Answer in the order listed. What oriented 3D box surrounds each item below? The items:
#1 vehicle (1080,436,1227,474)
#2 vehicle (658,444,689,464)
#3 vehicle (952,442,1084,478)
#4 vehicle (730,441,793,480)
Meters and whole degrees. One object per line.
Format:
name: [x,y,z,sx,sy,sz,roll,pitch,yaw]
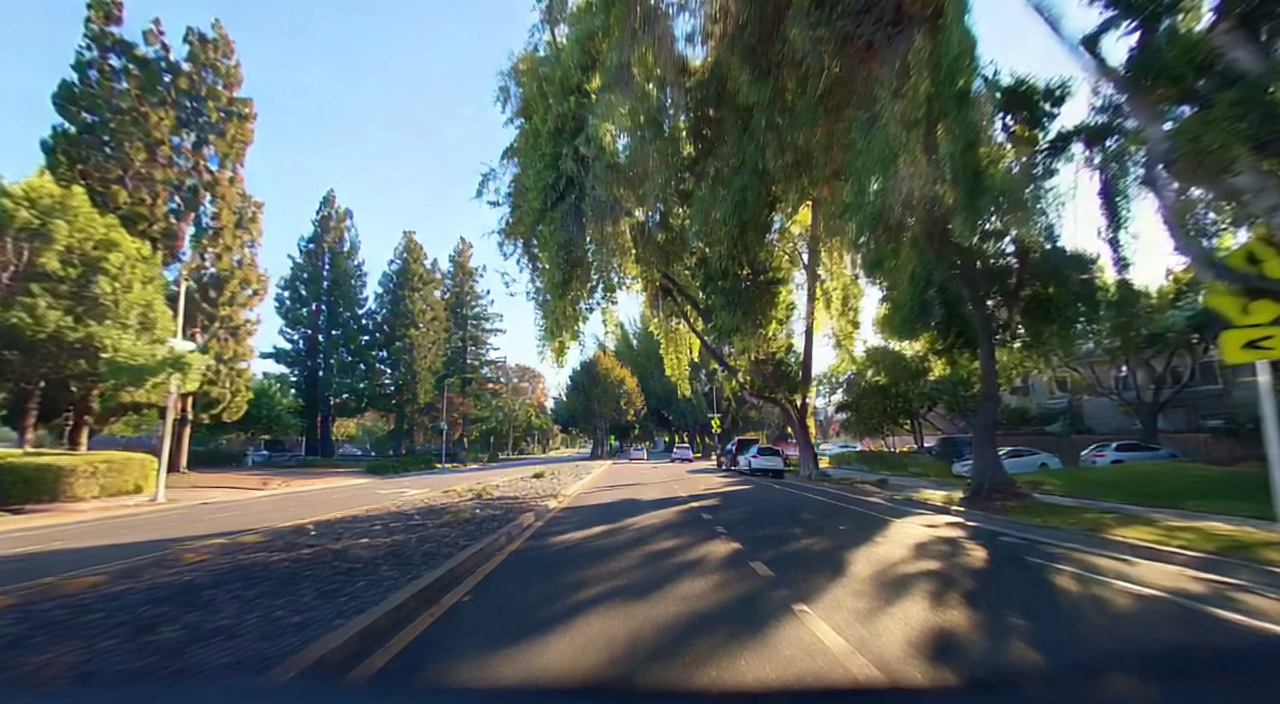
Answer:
vehicle: [21.303,4.297,26.366,4.400,1.522,1.831,-1,-8,3]
vehicle: [2.585,7.971,49.536,2.142,1.501,4.273,0,-8,-1]
vehicle: [15.804,4.532,26.595,4.331,1.413,1.892,0,-9,-1]
vehicle: [6.207,5.600,32.871,2.040,1.710,5.200,4,-9,-1]
